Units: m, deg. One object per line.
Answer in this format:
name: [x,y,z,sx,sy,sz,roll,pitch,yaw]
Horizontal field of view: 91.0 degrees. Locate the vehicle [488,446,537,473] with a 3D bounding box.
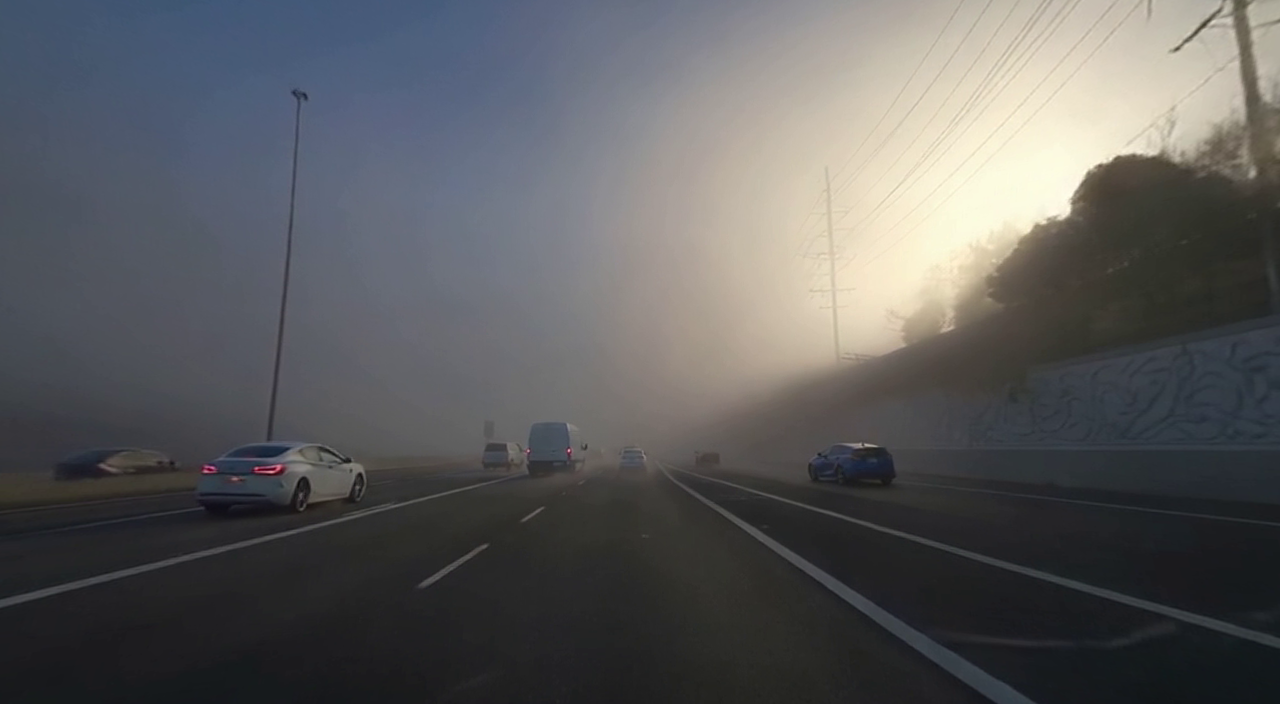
vehicle: [-7.351,6.225,36.691,1.944,1.490,4.442,0,-9,0]

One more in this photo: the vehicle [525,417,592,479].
vehicle: [-3.746,4.589,30.141,2.395,2.660,5.827,0,-9,0]

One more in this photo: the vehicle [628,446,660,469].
vehicle: [0.234,7.504,44.910,2.084,1.492,4.137,0,-9,-2]

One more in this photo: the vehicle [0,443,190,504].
vehicle: [-15.510,3.375,17.965,1.968,1.484,4.599,0,-9,0]

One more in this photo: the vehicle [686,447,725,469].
vehicle: [4.620,7.567,45.189,2.095,1.504,4.536,0,-9,-2]

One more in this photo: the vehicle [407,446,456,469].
vehicle: [-15.146,7.671,45.932,1.937,1.523,4.708,0,-9,0]

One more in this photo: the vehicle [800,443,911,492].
vehicle: [7.148,3.851,21.422,2.052,1.470,4.364,0,-9,-3]

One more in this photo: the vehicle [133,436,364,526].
vehicle: [-7.746,2.564,13.143,1.967,1.525,4.458,0,-9,-1]
